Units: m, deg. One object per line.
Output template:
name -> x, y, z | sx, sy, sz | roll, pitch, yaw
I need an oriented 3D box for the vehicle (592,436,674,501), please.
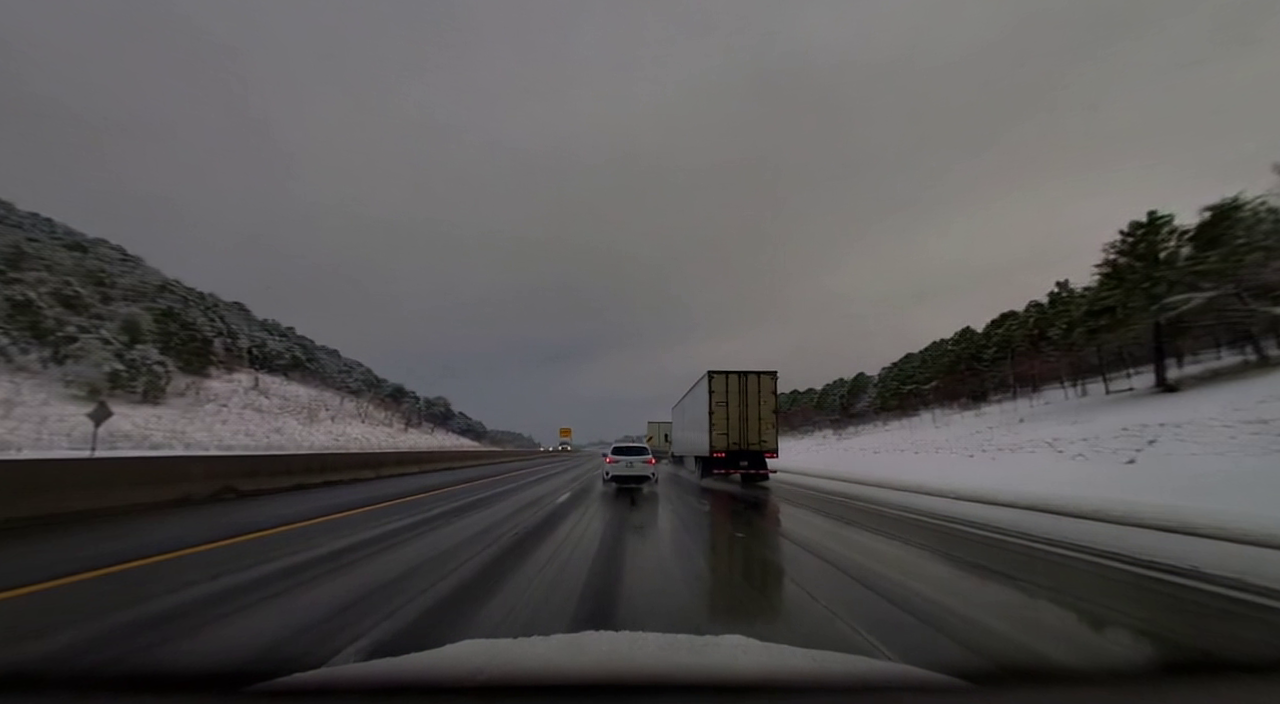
vehicle -> -0.223, 3.306, 18.242 | 2.109, 1.639, 3.768 | 0, -9, -1

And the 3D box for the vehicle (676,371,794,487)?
vehicle -> 3.718, 3.762, 29.134 | 2.812, 4.024, 14.098 | 0, -9, -2
